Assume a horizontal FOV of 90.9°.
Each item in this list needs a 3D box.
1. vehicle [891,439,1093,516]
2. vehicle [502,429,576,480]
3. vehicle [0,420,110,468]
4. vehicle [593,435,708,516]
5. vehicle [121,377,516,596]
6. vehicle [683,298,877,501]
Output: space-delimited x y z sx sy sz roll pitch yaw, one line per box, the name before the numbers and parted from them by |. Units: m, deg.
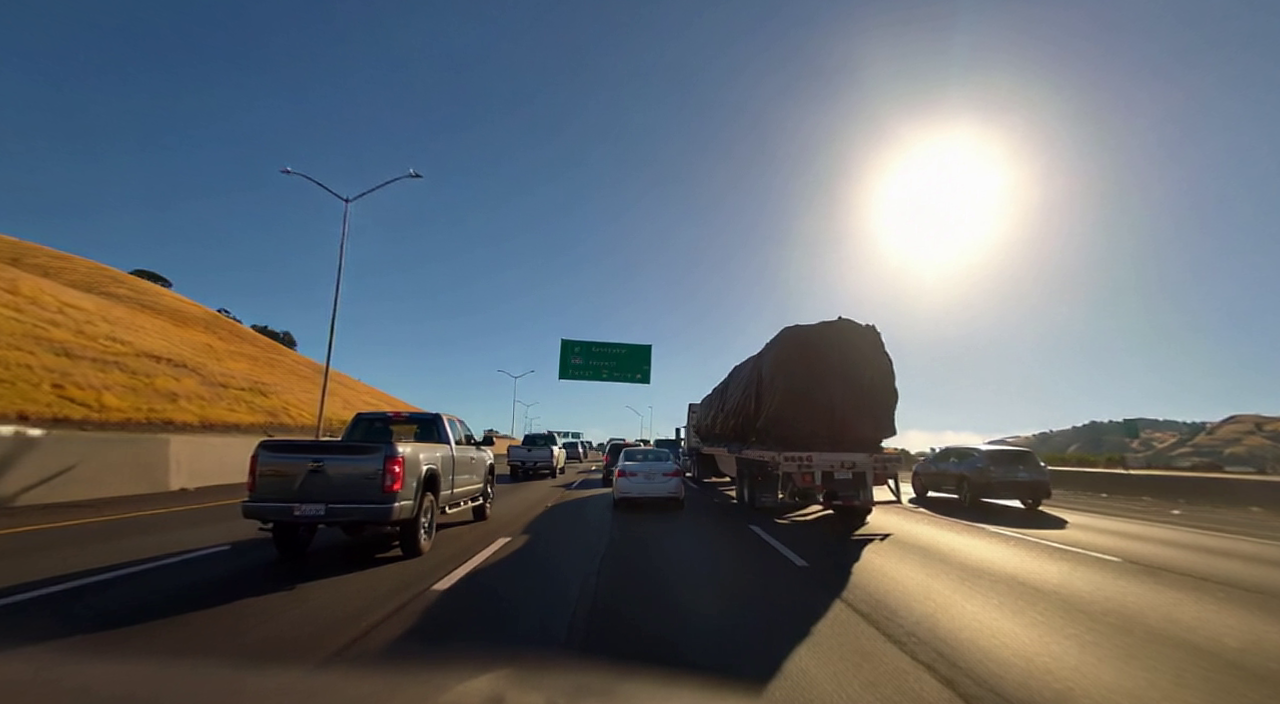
vehicle | 7.743 2.762 14.480 2.092 1.495 4.194 0 -8 -2
vehicle | -3.895 4.063 25.302 2.348 1.821 5.061 0 -8 -2
vehicle | -22.124 3.322 22.687 1.953 1.555 4.995 0 -8 -3
vehicle | 0.144 2.573 13.645 2.105 1.471 3.978 0 -8 -2
vehicle | -3.334 1.557 8.256 2.318 1.902 5.374 0 -8 0
vehicle | 3.170 1.698 18.186 2.759 4.098 10.906 0 -8 -2
